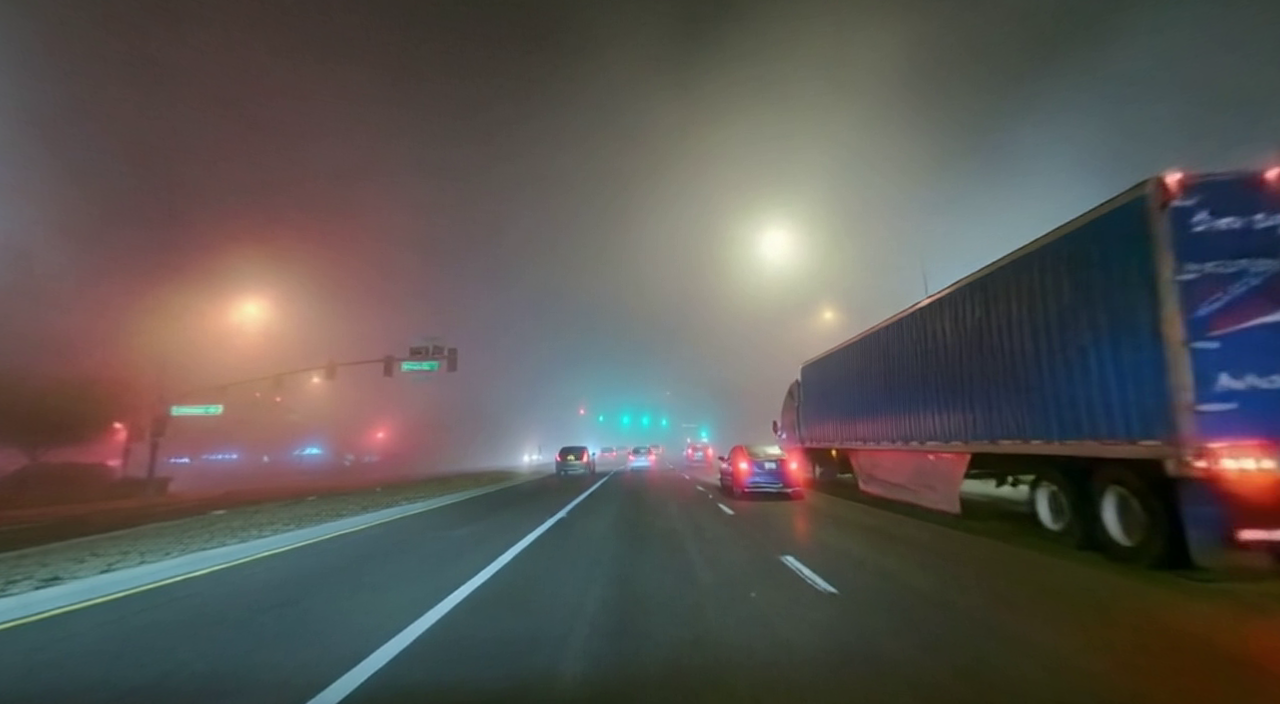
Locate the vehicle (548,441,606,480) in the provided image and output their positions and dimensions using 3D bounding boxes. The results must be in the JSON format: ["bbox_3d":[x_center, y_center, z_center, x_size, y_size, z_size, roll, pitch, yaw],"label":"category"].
[{"bbox_3d":[-2.664,4.695,27.565,2.003,1.509,4.396,0,-8,1],"label":"vehicle"}]

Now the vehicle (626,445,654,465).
[{"bbox_3d":[0.015,7.868,48.440,2.020,1.461,4.326,0,-8,0],"label":"vehicle"}]

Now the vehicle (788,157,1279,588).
[{"bbox_3d":[7.266,1.387,14.844,3.383,4.268,17.469,0,-9,0],"label":"vehicle"}]

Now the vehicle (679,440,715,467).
[{"bbox_3d":[3.779,6.799,42.385,2.050,1.683,3.990,0,-8,0],"label":"vehicle"}]

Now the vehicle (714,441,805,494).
[{"bbox_3d":[3.612,3.559,19.878,1.972,1.452,4.189,0,-8,-1],"label":"vehicle"}]
